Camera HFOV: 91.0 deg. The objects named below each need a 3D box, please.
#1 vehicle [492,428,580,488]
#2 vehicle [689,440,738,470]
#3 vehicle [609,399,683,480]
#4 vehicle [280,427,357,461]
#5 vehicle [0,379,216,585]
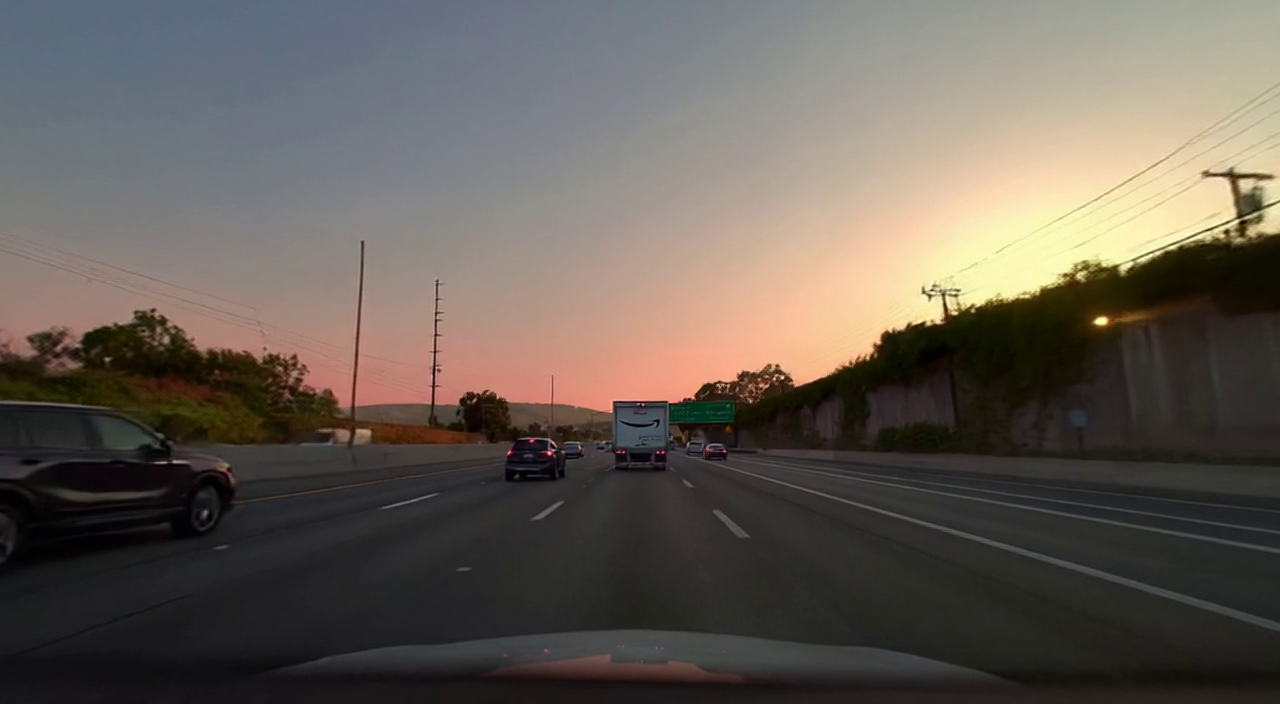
[{"bbox_3d":[-3.237,3.402,20.463,2.095,1.688,4.188,0,-9,0],"label":"vehicle"},{"bbox_3d":[3.817,5.451,33.547,1.970,1.499,4.491,1,-8,-2],"label":"vehicle"},{"bbox_3d":[0.205,3.409,24.348,2.456,2.705,6.251,0,-9,0],"label":"vehicle"},{"bbox_3d":[-19.265,5.568,38.038,2.085,1.894,4.592,0,-8,1],"label":"vehicle"},{"bbox_3d":[-6.870,1.214,5.984,2.101,1.858,5.071,0,-8,0],"label":"vehicle"}]
